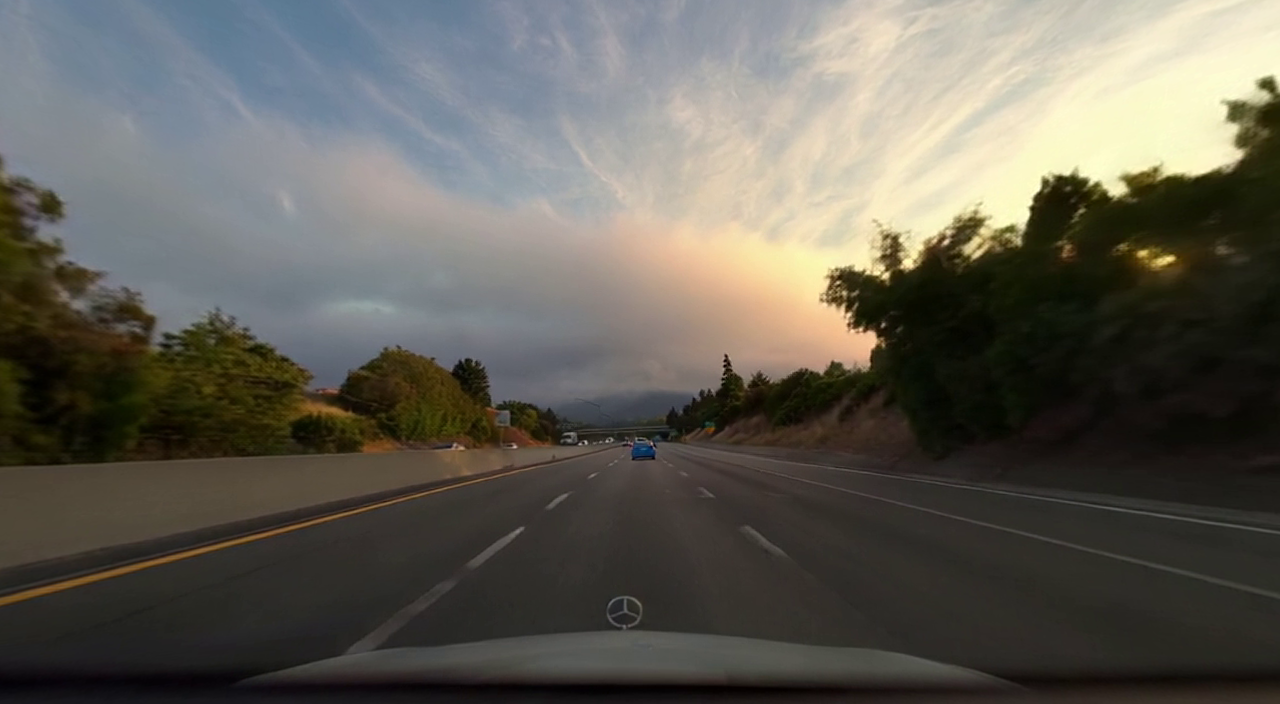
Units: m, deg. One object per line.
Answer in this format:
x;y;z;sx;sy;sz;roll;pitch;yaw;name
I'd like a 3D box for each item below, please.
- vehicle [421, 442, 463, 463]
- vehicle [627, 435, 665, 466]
-15.208;7.754;48.580;1.898;1.564;3.965;0;-9;0;vehicle
0.331;6.191;39.626;2.247;1.825;4.036;0;-9;0;vehicle
